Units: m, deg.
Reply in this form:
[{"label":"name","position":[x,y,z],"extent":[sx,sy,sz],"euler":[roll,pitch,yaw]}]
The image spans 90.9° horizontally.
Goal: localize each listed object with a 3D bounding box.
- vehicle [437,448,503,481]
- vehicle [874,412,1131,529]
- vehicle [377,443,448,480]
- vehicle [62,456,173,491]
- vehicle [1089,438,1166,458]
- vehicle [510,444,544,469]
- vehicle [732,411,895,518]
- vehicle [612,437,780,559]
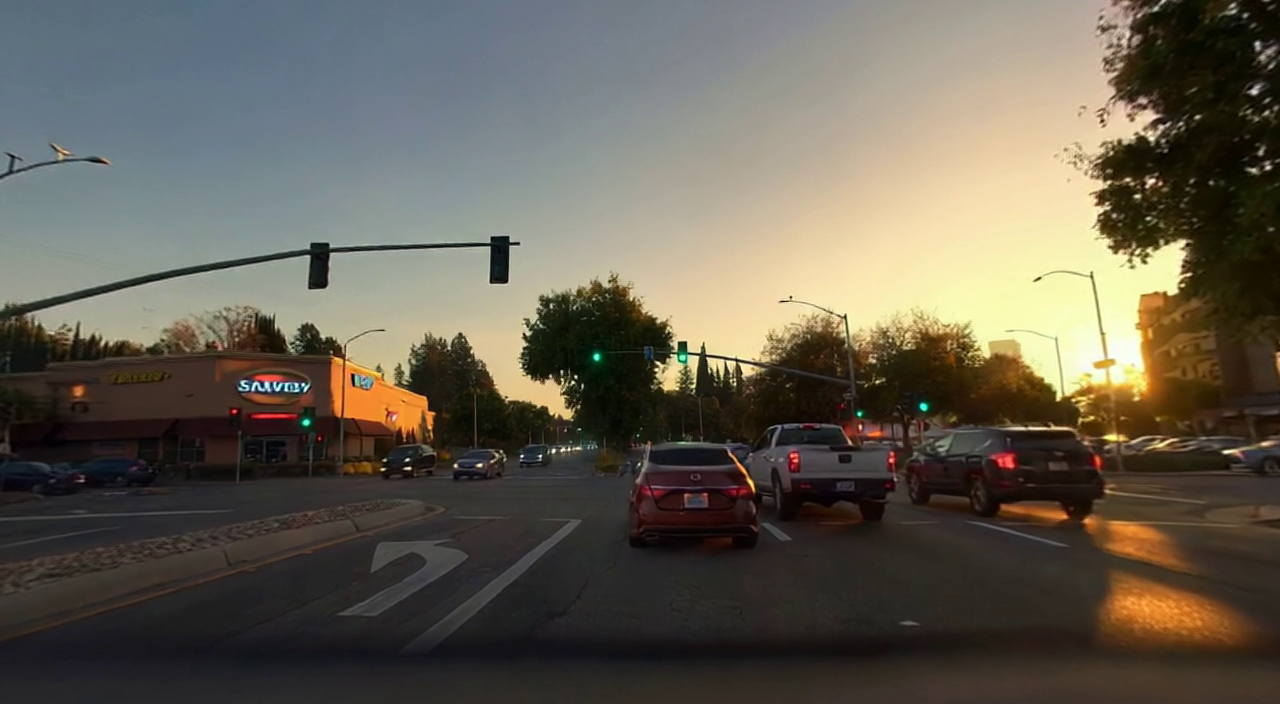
[{"label":"vehicle","position":[-8.185,5.438,30.788],"extent":[2.002,1.469,4.301],"euler":[0,-8,0]},{"label":"vehicle","position":[7.287,2.445,13.650],"extent":[2.323,2.009,5.266],"euler":[0,-8,-1]},{"label":"vehicle","position":[-12.066,5.816,33.793],"extent":[1.991,1.844,4.393],"euler":[0,-8,2]},{"label":"vehicle","position":[-29.064,6.734,35.148],"extent":[4.789,1.828,2.025],"euler":[-2,-8,11]},{"label":"vehicle","position":[36.333,7.181,47.074],"extent":[4.230,1.449,1.782],"euler":[0,-8,2]},{"label":"vehicle","position":[-8.491,7.828,47.653],"extent":[1.904,1.789,4.021],"euler":[0,-8,-1]},{"label":"vehicle","position":[3.854,2.626,15.290],"extent":[2.358,2.116,5.328],"euler":[0,-8,-1]},{"label":"vehicle","position":[0.610,2.053,9.607],"extent":[2.038,1.447,3.756],"euler":[0,-8,-2]}]
